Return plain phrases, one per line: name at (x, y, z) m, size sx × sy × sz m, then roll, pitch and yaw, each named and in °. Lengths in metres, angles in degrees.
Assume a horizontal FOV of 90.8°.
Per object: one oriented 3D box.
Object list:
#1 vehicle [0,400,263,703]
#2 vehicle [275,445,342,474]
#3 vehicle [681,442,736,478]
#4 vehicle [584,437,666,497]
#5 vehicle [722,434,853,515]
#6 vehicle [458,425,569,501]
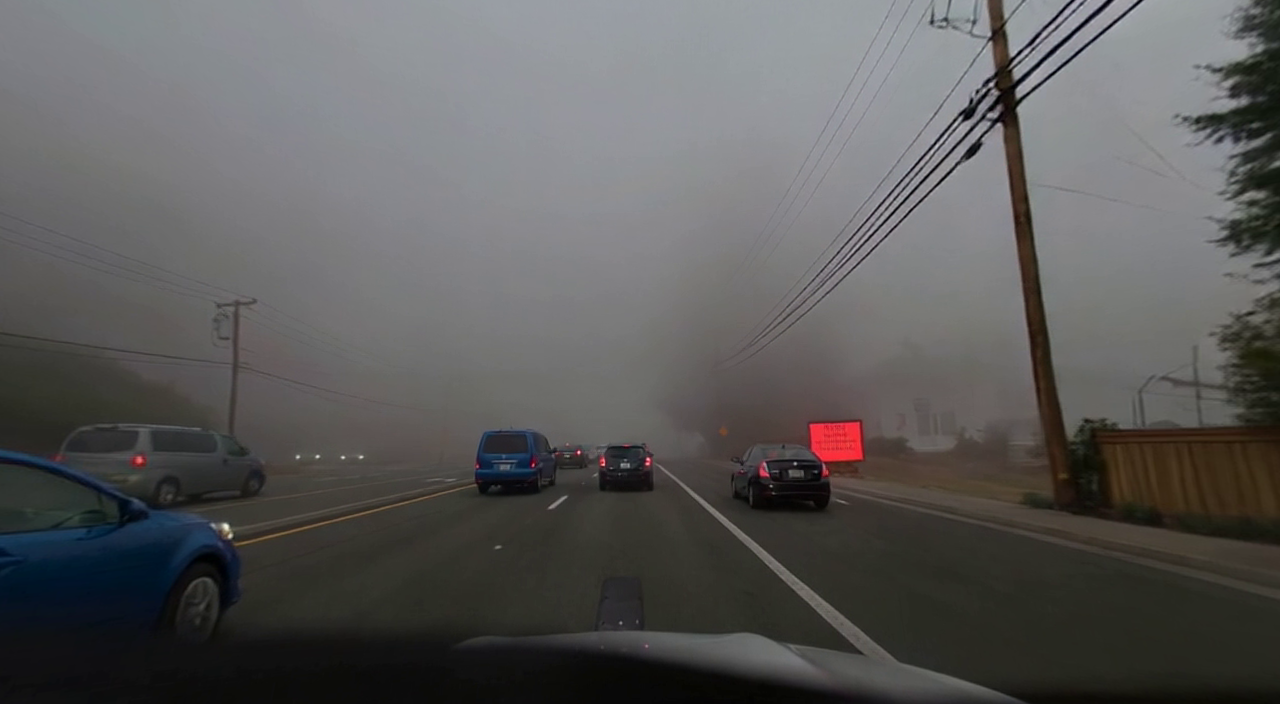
vehicle at (-3.340, 0.814, 1.651) m, size 2.004 × 1.454 × 4.349 m, roll 0°, pitch -9°, yaw 0°
vehicle at (-23.113, 7.492, 44.262) m, size 2.094 × 1.899 × 4.789 m, roll 0°, pitch -9°, yaw -1°
vehicle at (3.027, 4.865, 28.754) m, size 1.878 × 1.479 × 4.461 m, roll 0°, pitch -9°, yaw -2°
vehicle at (-0.393, 3.243, 18.130) m, size 2.097 × 1.511 × 3.809 m, roll 0°, pitch -9°, yaw 0°
vehicle at (3.055, 2.608, 13.931) m, size 1.880 × 1.521 × 3.724 m, roll 0°, pitch -9°, yaw -2°
vehicle at (-3.356, 3.066, 17.846) m, size 2.092 × 1.839 × 4.736 m, roll 0°, pitch -9°, yaw 1°
